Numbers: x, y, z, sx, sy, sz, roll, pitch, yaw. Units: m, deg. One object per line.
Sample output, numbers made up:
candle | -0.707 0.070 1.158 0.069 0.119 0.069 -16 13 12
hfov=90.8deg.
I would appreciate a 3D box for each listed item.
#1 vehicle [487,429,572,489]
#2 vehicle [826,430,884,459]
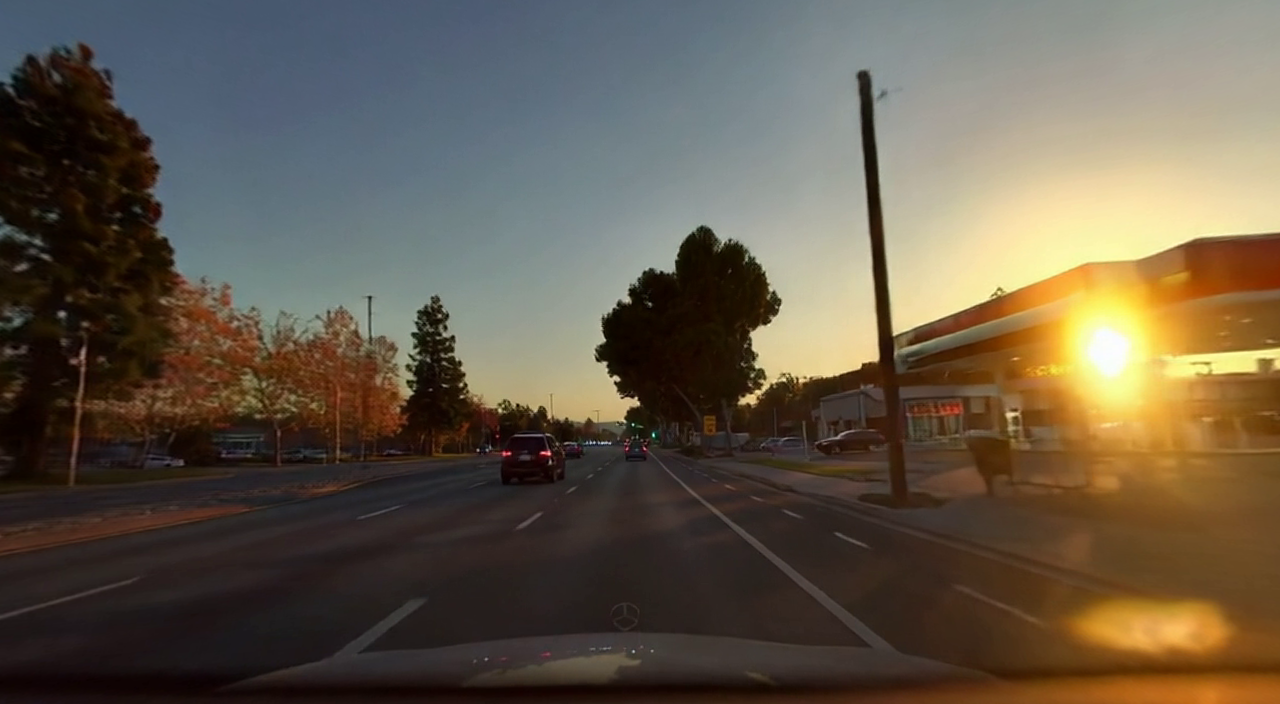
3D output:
vehicle | -3.535 3.527 21.117 1.985 1.772 4.479 0 -8 0
vehicle | 14.366 6.251 42.547 2.041 1.793 5.054 0 -9 -1
